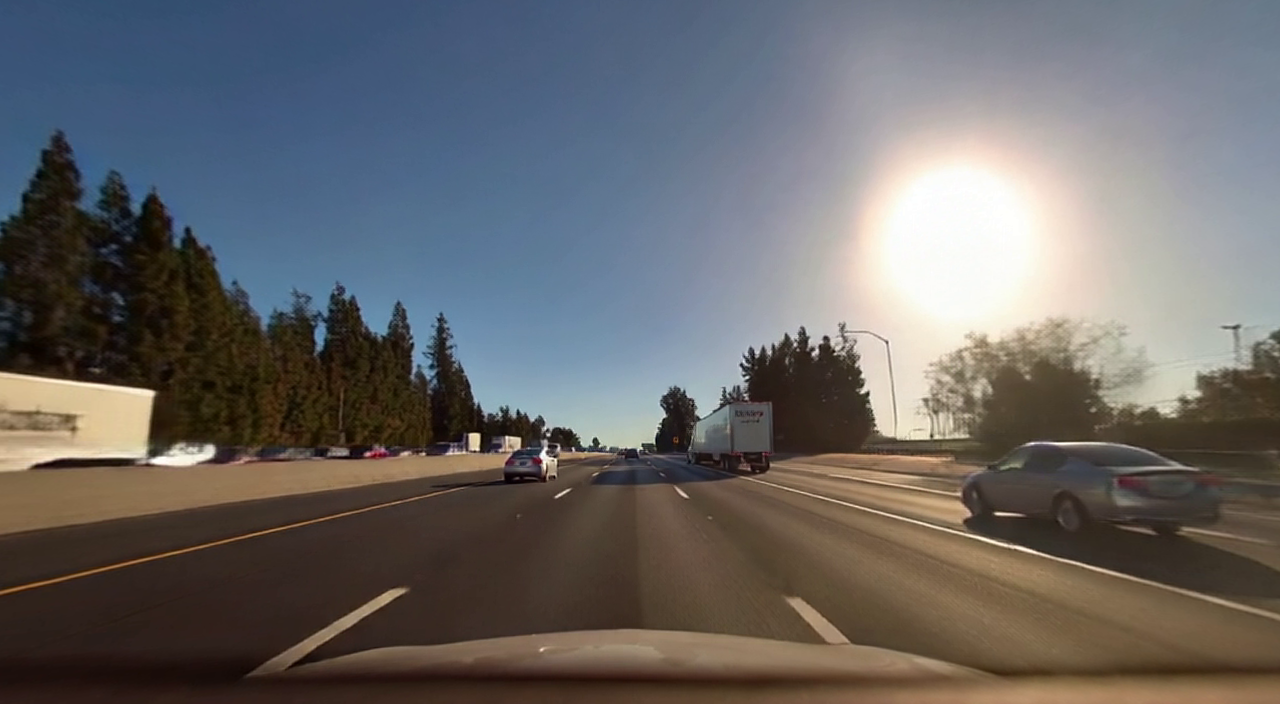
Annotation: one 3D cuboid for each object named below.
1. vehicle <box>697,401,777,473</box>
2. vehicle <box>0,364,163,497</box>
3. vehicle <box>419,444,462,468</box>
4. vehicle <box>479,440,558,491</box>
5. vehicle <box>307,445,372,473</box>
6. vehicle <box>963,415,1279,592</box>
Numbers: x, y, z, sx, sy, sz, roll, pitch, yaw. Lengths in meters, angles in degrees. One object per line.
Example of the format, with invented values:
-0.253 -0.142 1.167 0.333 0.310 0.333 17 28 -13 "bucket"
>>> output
6.465 6.219 45.292 2.919 4.195 15.833 0 -9 -1 "vehicle"
-20.572 2.193 17.888 2.870 3.936 14.771 0 -9 -1 "vehicle"
-13.527 7.084 43.103 1.734 1.554 3.743 0 -9 -1 "vehicle"
-4.248 4.042 22.821 2.027 1.651 4.099 0 -9 0 "vehicle"
-17.527 6.248 37.032 1.975 1.557 3.814 0 -9 -1 "vehicle"
6.395 1.767 8.222 1.991 1.647 4.409 0 -9 -1 "vehicle"
